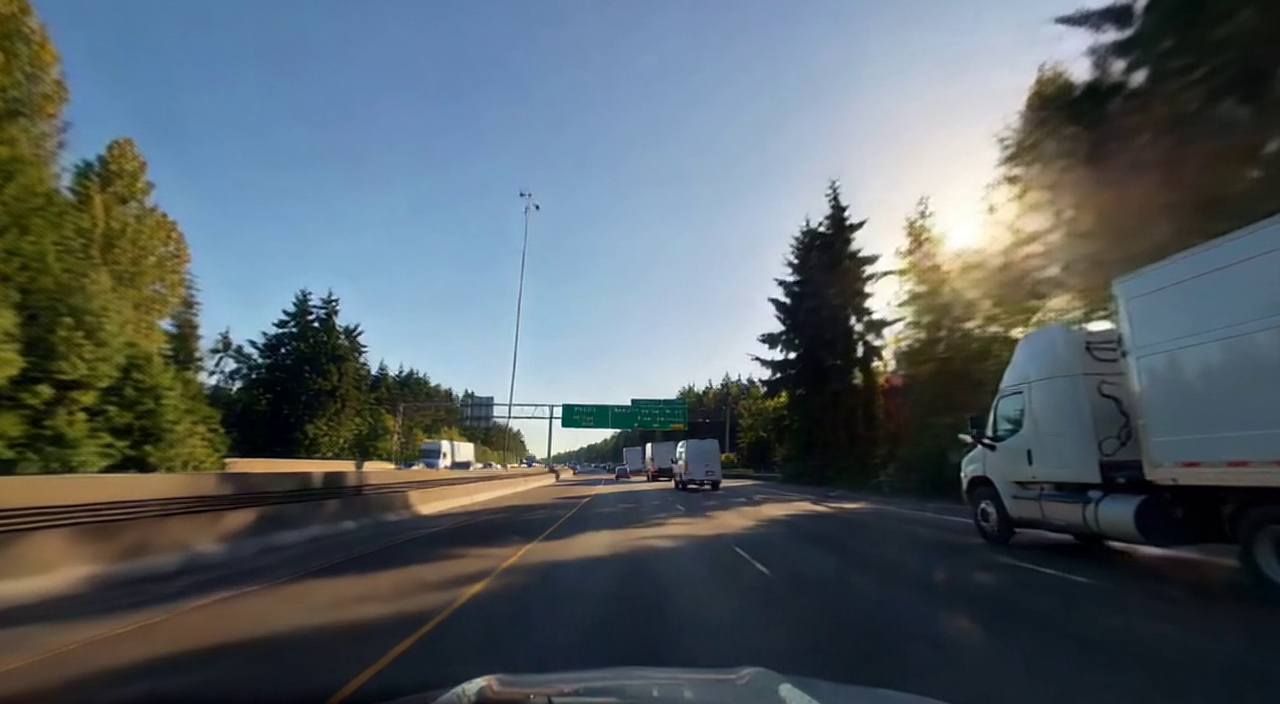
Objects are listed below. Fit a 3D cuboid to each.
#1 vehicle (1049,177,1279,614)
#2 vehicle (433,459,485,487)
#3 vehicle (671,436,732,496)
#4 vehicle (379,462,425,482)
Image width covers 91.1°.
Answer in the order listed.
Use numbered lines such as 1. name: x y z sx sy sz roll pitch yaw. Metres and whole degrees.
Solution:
1. vehicle: 7.555 -0.303 1.965 2.866 4.102 14.351 1 -10 0
2. vehicle: -11.140 7.463 38.890 1.950 1.577 4.374 1 -10 -1
3. vehicle: 2.893 5.616 30.970 2.291 2.639 5.280 1 -10 -2
4. vehicle: -18.370 9.282 48.633 1.875 1.453 4.480 1 -10 -1
